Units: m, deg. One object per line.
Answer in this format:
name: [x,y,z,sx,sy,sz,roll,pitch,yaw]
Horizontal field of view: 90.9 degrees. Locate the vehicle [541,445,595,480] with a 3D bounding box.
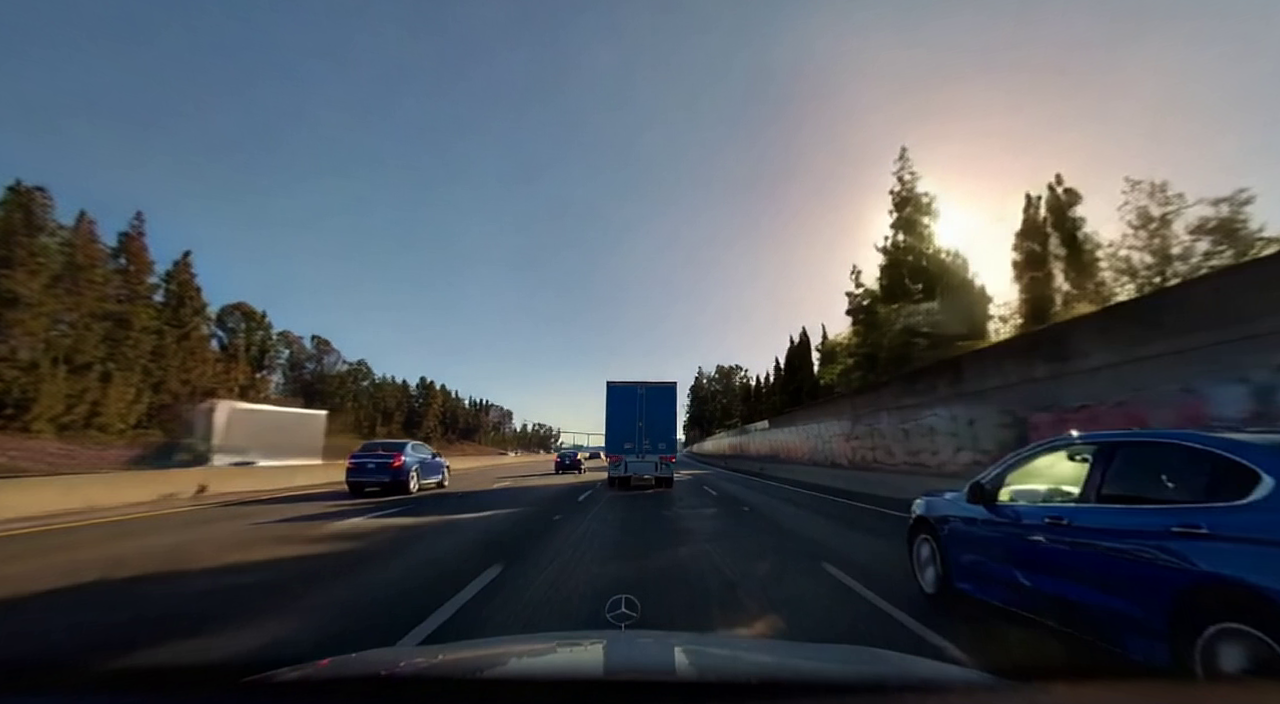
vehicle: [-3.311,5.188,29.865,2.020,1.505,4.171,0,-9,1]

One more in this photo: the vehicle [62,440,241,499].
vehicle: [-14.008,3.382,18.425,2.003,1.516,3.922,0,-9,1]

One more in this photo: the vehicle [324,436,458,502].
vehicle: [-6.717,3.200,17.561,2.005,1.607,4.042,0,-9,1]

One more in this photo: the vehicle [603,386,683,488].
vehicle: [0.060,3.843,27.797,2.915,3.661,9.741,0,-9,-1]

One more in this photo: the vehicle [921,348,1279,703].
vehicle: [3.704,0.986,3.512,2.205,1.689,4.403,0,-9,0]
